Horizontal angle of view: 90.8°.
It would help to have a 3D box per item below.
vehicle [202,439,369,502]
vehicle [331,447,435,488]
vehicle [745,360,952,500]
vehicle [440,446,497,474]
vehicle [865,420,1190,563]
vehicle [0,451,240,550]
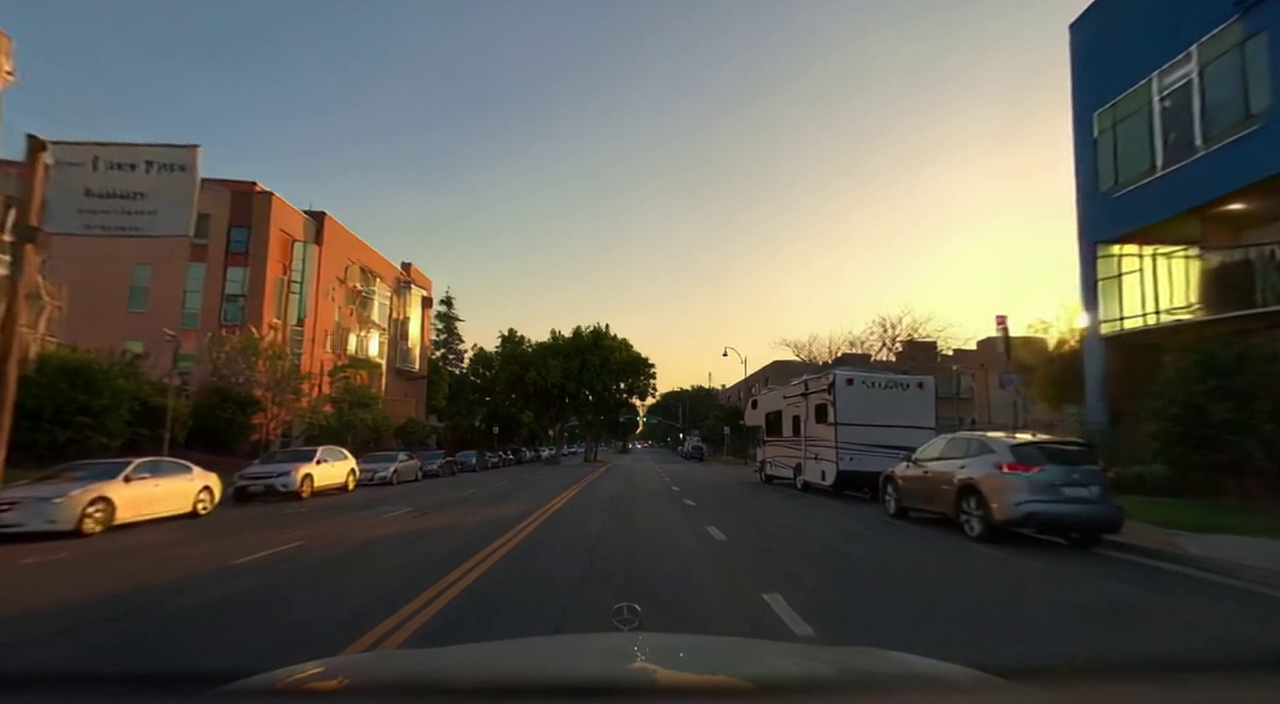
[{"bbox_3d":[-10.040,3.357,18.416,2.276,1.597,4.421,0,-8,0],"label":"vehicle"},{"bbox_3d":[-10.043,4.522,25.169,2.078,1.427,4.900,0,-8,0],"label":"vehicle"},{"bbox_3d":[6.012,2.638,20.694,3.102,3.473,9.734,0,-8,-2],"label":"vehicle"},{"bbox_3d":[-10.084,6.349,37.538,1.918,1.535,4.834,0,-8,1],"label":"vehicle"},{"bbox_3d":[5.932,2.174,10.826,2.154,1.804,5.341,0,-8,0],"label":"vehicle"},{"bbox_3d":[-9.994,2.638,12.009,1.802,1.439,4.546,0,-8,0],"label":"vehicle"}]
